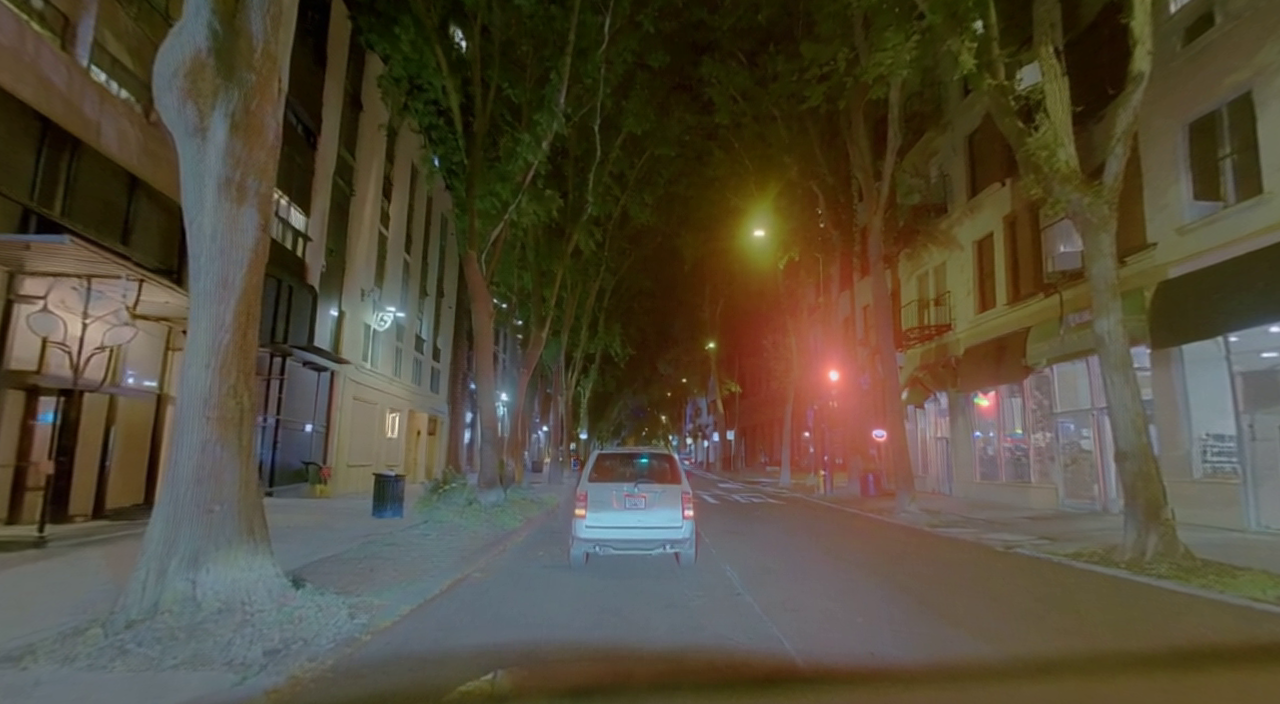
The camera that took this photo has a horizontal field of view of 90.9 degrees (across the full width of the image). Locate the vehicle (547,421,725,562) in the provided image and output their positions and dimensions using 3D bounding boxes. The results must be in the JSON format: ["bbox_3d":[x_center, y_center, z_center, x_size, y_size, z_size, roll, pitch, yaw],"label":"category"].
[{"bbox_3d":[-0.084,1.925,9.394,2.079,1.621,3.861,0,-8,-1],"label":"vehicle"}]

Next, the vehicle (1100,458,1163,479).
[{"bbox_3d":[37.217,8.836,47.804,3.445,1.363,1.608,2,-8,-1],"label":"vehicle"}]

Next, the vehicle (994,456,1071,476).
[{"bbox_3d":[29.813,8.648,47.900,4.668,1.441,1.904,1,-9,-6],"label":"vehicle"}]
